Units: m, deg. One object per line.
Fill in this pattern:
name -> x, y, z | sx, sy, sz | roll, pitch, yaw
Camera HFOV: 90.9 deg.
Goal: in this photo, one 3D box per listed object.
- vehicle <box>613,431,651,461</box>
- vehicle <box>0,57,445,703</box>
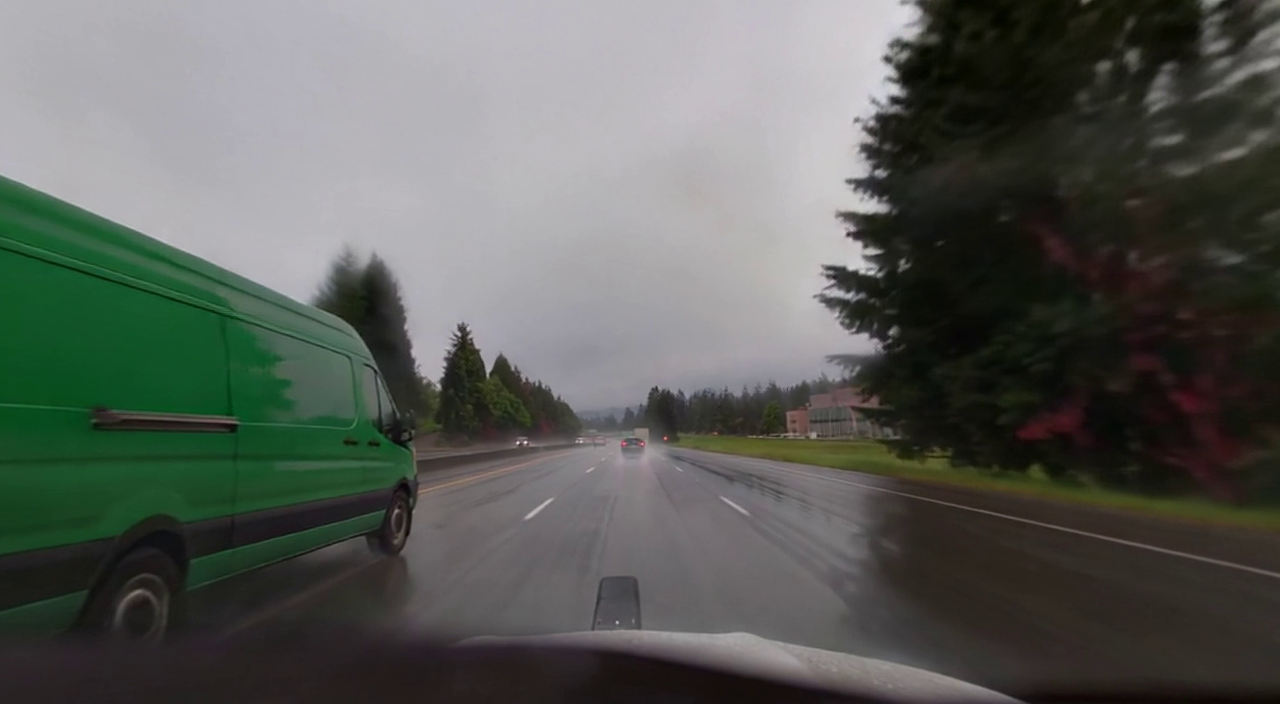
vehicle -> -0.464, 5.458, 36.701 | 2.104, 1.646, 4.176 | 0, -8, -1
vehicle -> -3.464, 0.597, 4.419 | 2.424, 2.577, 5.828 | 0, -8, -1
